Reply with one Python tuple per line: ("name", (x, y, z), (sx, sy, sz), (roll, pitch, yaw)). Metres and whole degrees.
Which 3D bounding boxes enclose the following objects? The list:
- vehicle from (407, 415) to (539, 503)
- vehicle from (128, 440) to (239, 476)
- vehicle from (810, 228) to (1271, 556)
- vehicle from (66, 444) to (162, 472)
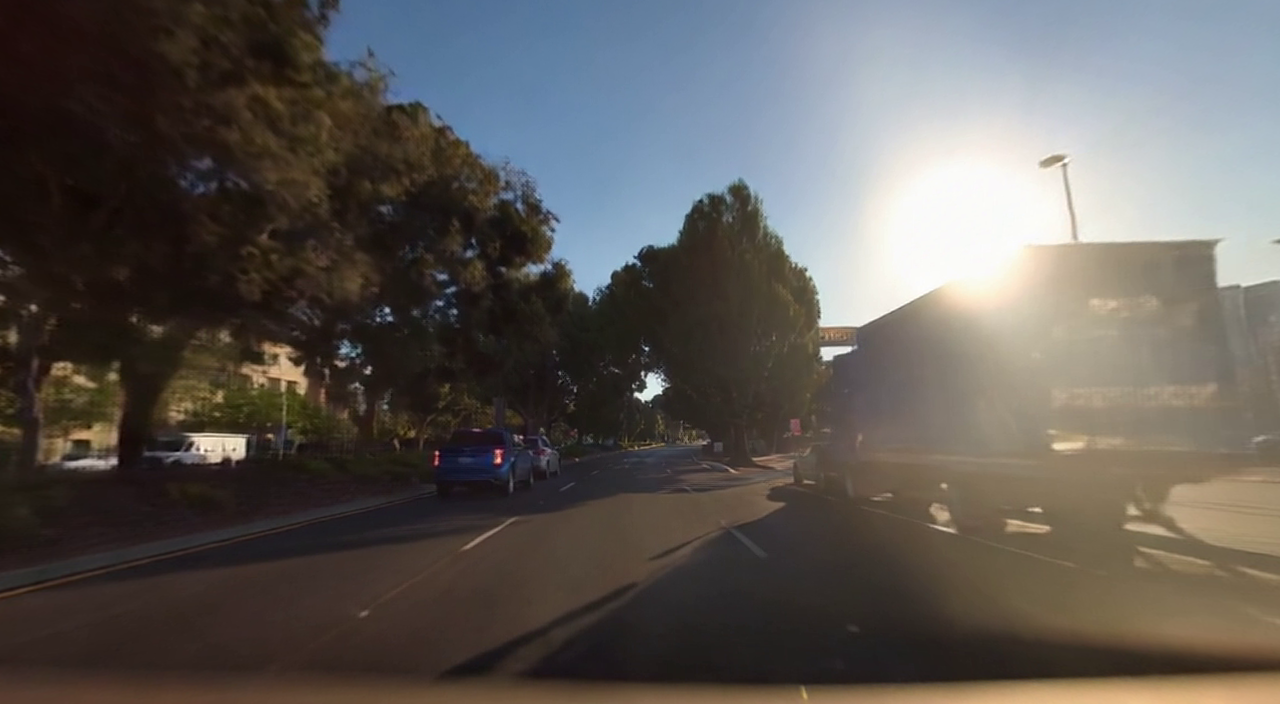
("vehicle", (-4.439, 2.979, 18.002), (2.270, 2.068, 5.865), (0, -9, -1))
("vehicle", (-28.822, 6.747, 40.038), (5.368, 2.121, 1.960), (8, -14, -36))
("vehicle", (6.090, 1.079, 12.267), (2.981, 4.106, 8.794), (0, -9, 0))
("vehicle", (-36.723, 7.420, 44.244), (2.063, 1.795, 4.576), (-8, -12, 29))
